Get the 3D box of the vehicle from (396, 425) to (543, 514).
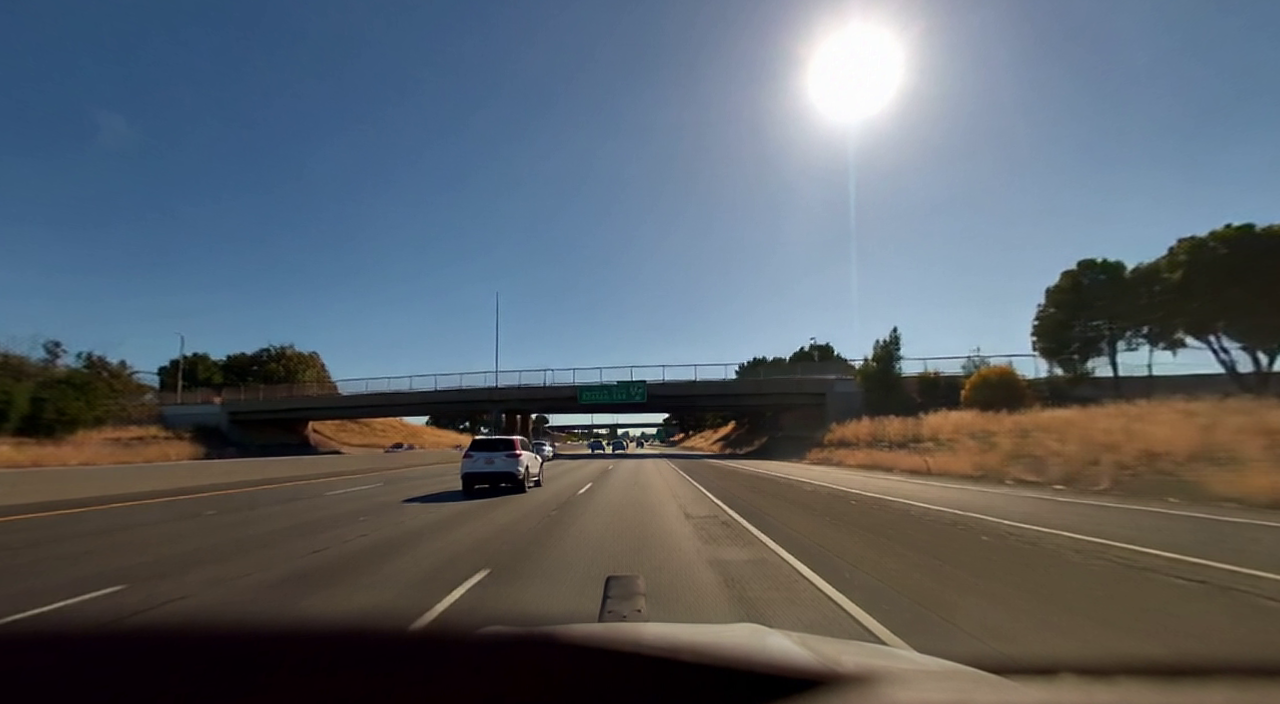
[{"bbox_3d":[-3.661,2.606,14.436,2.048,1.705,4.384,0,-8,1],"label":"vehicle"}]
